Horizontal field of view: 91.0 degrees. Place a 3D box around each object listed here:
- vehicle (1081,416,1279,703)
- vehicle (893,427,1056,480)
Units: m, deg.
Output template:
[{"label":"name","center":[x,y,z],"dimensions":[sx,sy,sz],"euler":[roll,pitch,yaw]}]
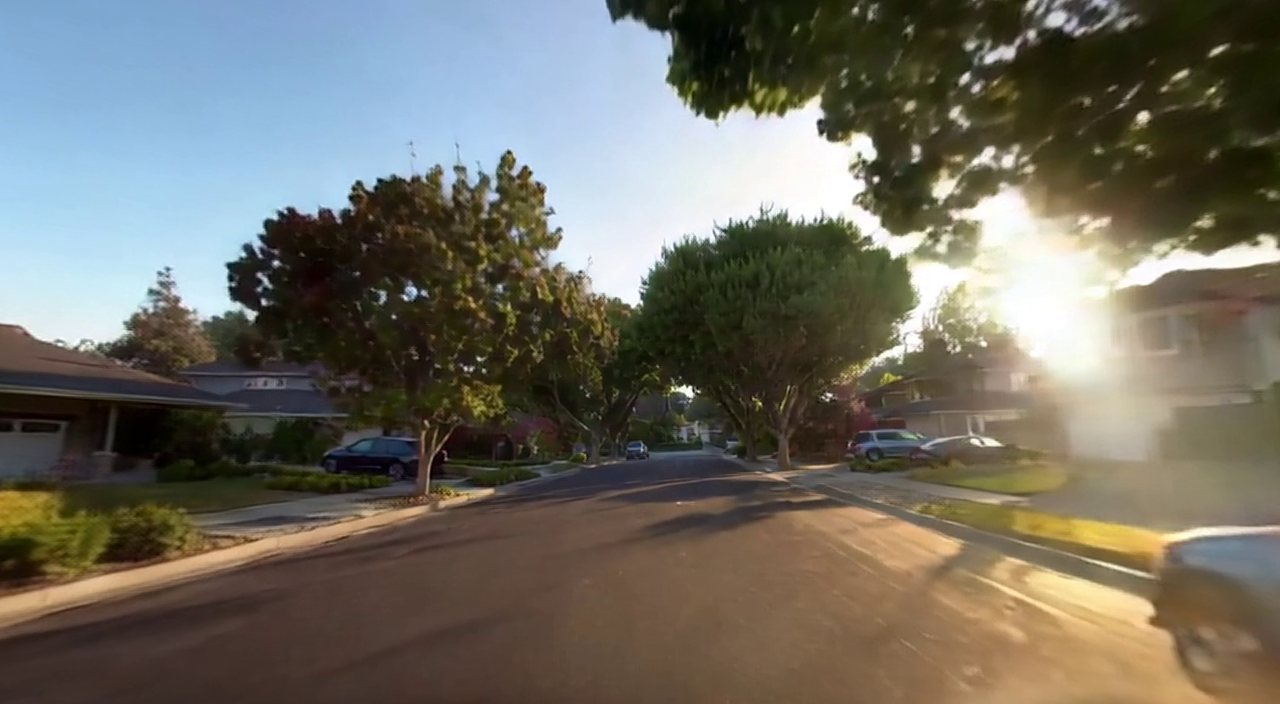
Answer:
[{"label":"vehicle","center":[3.654,0.880,1.676],"dimensions":[2.006,1.494,4.211],"euler":[0,-9,2]},{"label":"vehicle","center":[12.036,3.698,22.924],"dimensions":[4.710,1.512,1.894],"euler":[-5,-9,3]}]
